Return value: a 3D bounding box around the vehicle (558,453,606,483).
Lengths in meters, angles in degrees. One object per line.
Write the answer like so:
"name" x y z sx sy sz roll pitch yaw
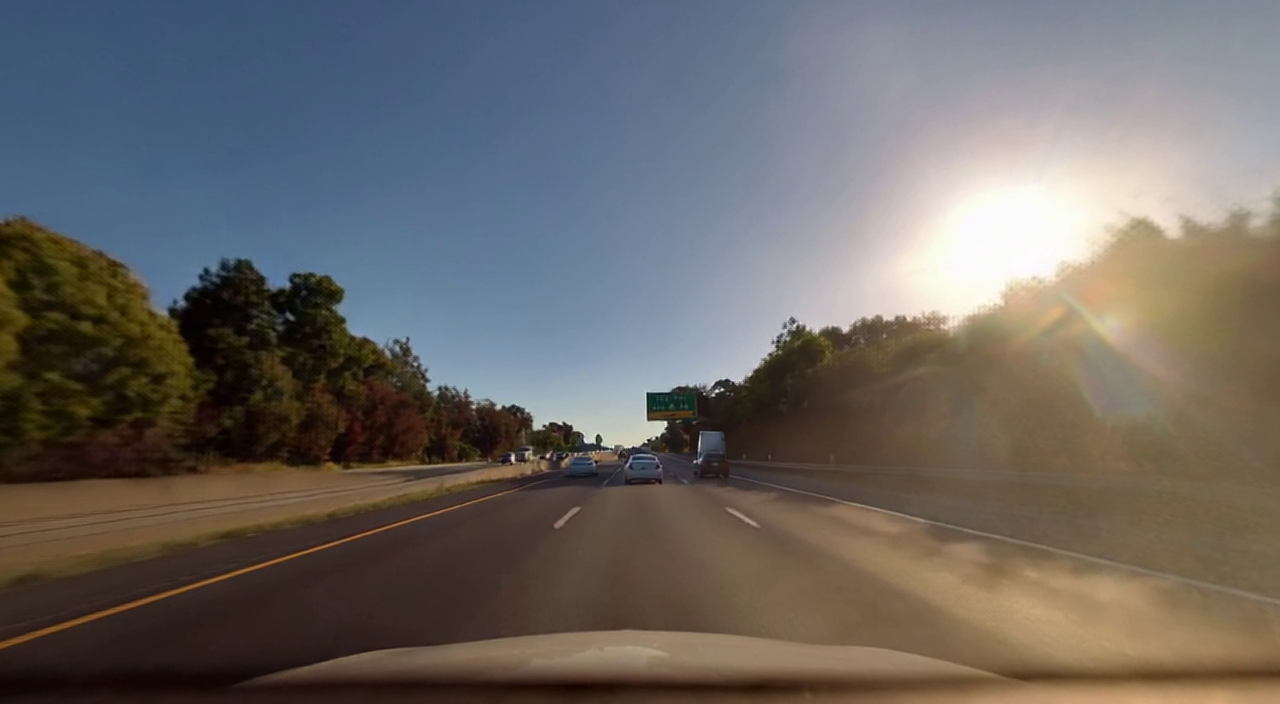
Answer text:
"vehicle" -3.015 6.146 33.707 2.105 1.467 4.099 0 -9 1

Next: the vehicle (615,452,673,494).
"vehicle" 0.101 4.744 25.133 2.089 1.516 4.191 0 -9 -1

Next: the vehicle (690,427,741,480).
"vehicle" 4.916 6.429 39.862 2.650 2.978 6.937 -3 -10 10
